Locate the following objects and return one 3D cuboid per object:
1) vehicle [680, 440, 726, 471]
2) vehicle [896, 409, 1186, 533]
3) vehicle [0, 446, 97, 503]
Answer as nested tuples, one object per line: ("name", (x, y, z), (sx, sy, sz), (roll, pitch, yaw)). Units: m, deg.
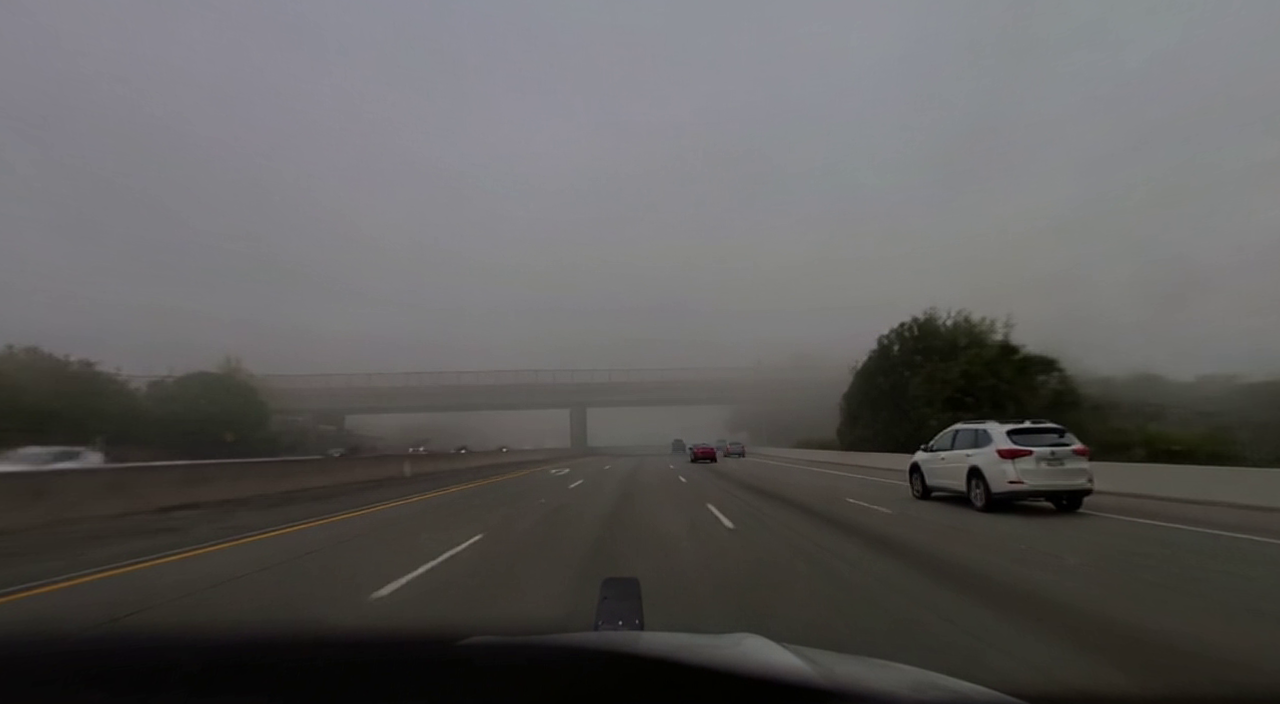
("vehicle", (3.173, 5.328, 32.779), (1.981, 1.471, 4.342), (0, -9, 0))
("vehicle", (6.963, 2.127, 11.882), (2.087, 1.806, 4.946), (0, -9, -1))
("vehicle", (-20.496, 3.900, 20.316), (1.986, 1.730, 4.558), (0, -9, 0))
